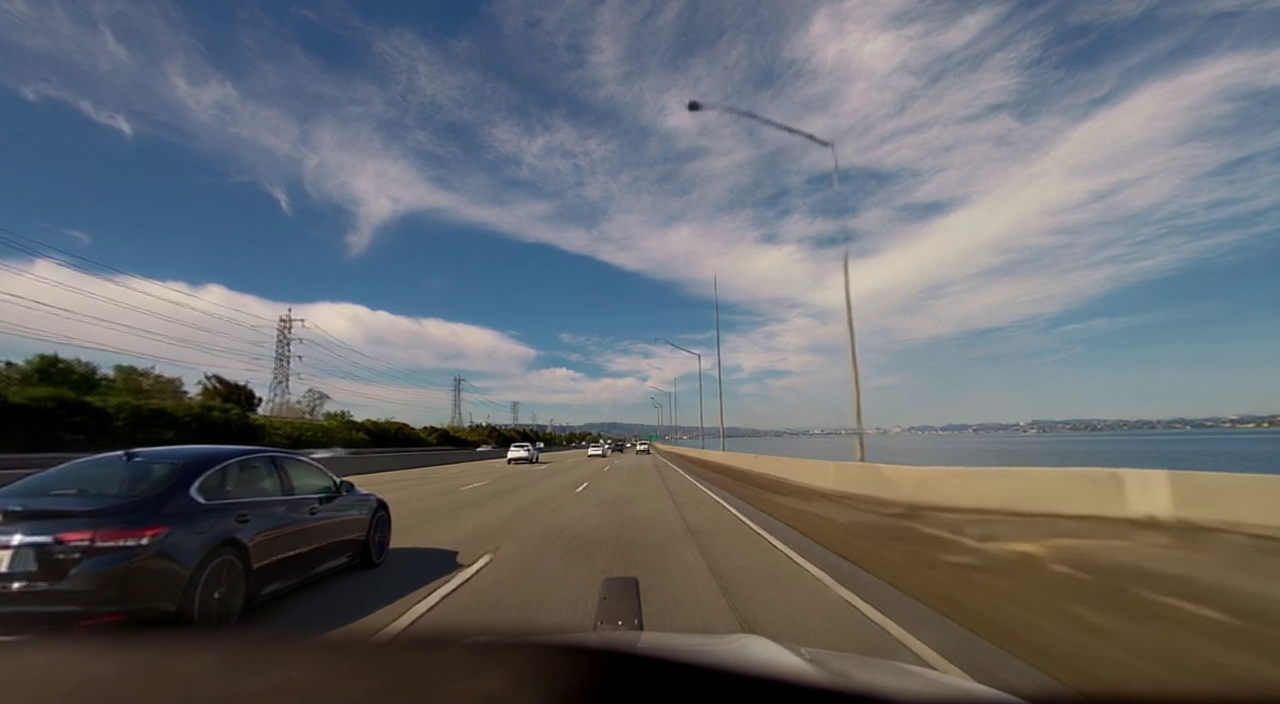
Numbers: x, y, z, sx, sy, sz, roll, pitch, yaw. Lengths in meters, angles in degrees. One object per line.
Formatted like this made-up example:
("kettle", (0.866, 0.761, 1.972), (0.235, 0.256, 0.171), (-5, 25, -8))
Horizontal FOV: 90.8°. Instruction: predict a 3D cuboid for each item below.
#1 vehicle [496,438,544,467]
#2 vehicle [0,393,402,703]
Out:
("vehicle", (-7.382, 6.247, 39.328), (2.050, 1.717, 4.418), (0, -8, 1))
("vehicle", (-3.565, 1.197, 4.395), (2.015, 1.501, 4.454), (0, -8, 1))
